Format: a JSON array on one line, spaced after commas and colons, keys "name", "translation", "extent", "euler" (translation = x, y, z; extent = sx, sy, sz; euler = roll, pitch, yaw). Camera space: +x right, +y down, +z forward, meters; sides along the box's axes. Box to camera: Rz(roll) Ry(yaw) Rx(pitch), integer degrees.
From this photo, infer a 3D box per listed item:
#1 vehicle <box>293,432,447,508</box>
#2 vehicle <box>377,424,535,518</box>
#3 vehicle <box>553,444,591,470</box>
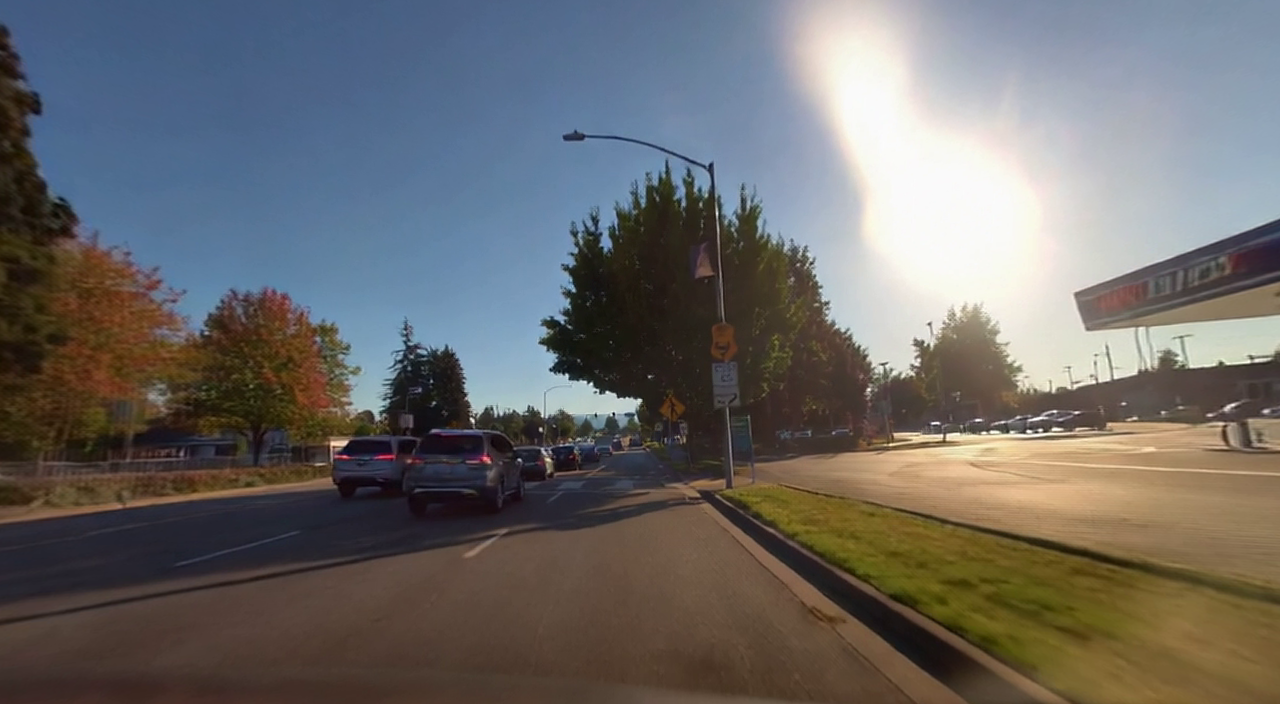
[{"name": "vehicle", "translation": [-7.127, 3.170, 17.302], "extent": [2.102, 1.774, 4.662], "euler": [0, -9, 0]}, {"name": "vehicle", "translation": [-4.011, 2.710, 14.715], "extent": [2.306, 1.815, 4.476], "euler": [0, -9, 0]}, {"name": "vehicle", "translation": [-4.436, 6.932, 41.673], "extent": [2.060, 1.580, 3.980], "euler": [0, -9, 1]}]
